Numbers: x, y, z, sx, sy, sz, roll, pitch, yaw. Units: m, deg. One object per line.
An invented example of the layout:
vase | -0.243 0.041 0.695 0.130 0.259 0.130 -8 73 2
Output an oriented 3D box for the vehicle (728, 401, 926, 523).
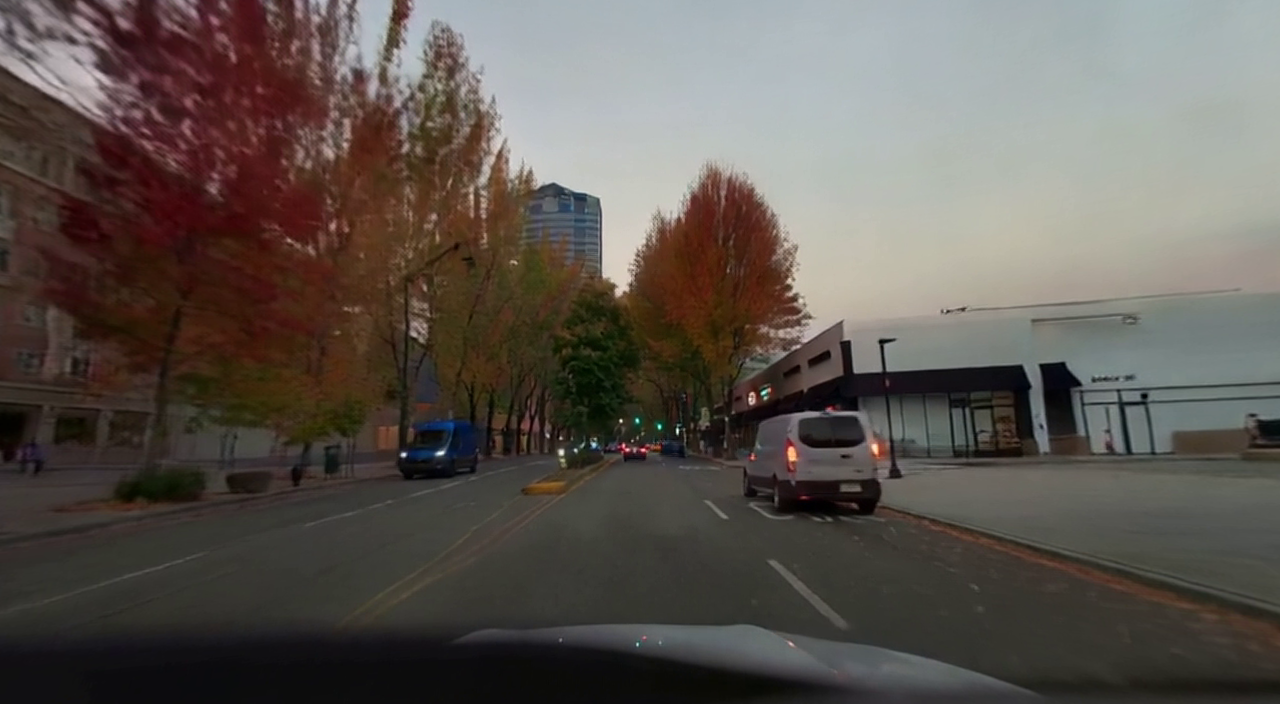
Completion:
vehicle | 3.439 2.160 12.954 2.357 1.986 5.136 0 -8 -2

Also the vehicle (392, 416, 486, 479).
vehicle | -9.022 4.339 28.941 2.348 2.588 5.860 0 -8 0

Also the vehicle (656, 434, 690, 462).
vehicle | 2.480 7.043 46.304 2.147 1.968 4.478 -1 -8 7
